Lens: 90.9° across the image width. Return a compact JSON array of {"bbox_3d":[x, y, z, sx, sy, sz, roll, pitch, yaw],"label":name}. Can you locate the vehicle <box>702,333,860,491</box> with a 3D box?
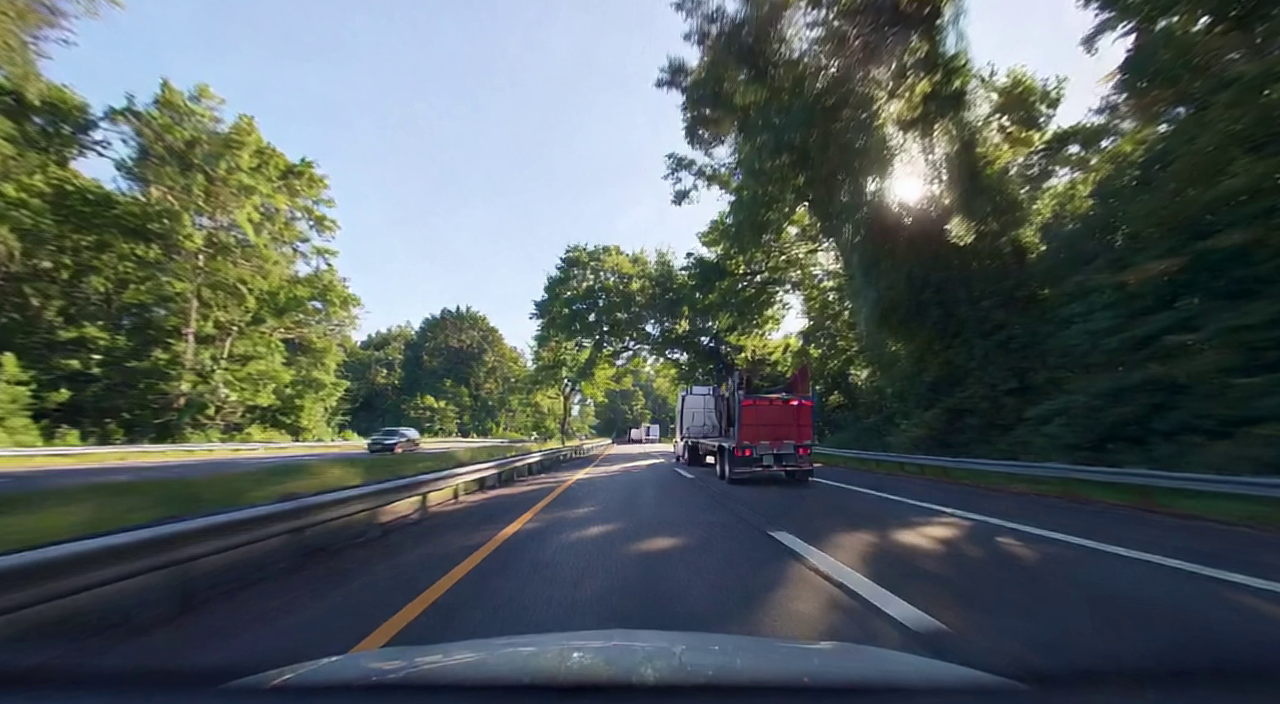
[{"bbox_3d":[3.959,2.058,20.212,2.861,3.991,8.583,0,-8,-1],"label":"vehicle"}]

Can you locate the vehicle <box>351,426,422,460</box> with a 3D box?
[{"bbox_3d":[-12.592,4.543,31.591,1.881,1.542,4.065,0,-8,-1],"label":"vehicle"}]
